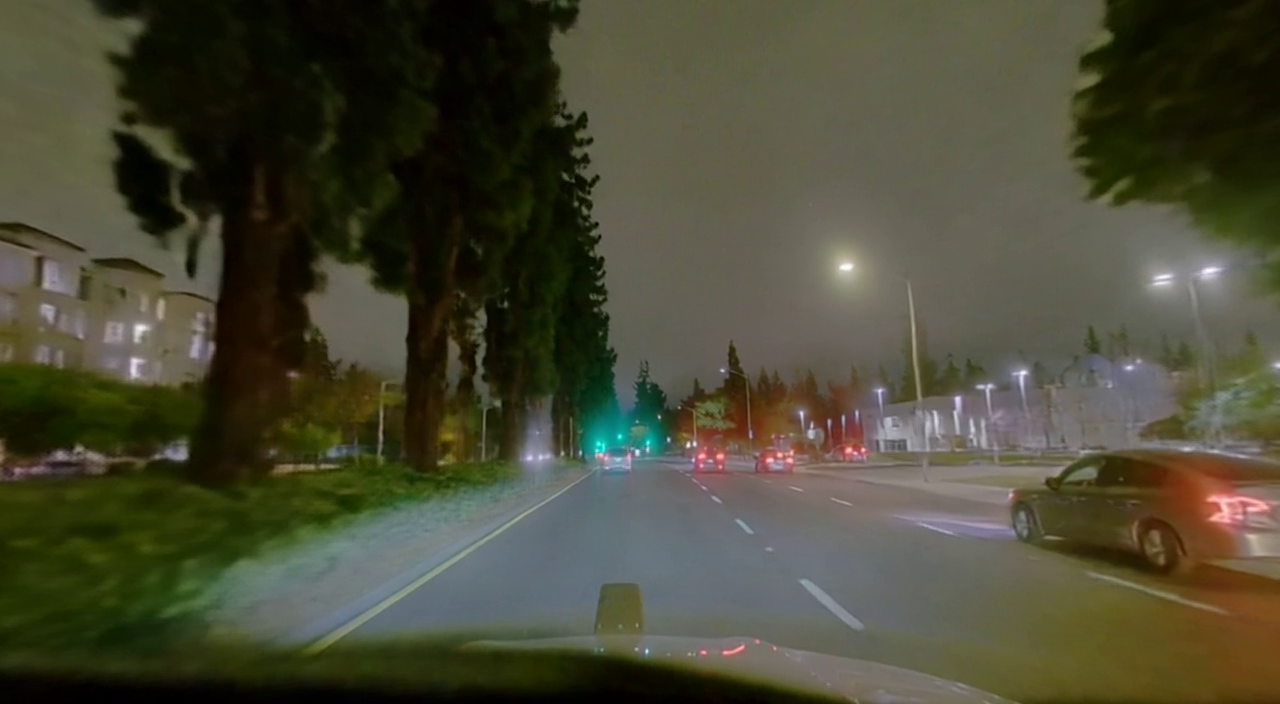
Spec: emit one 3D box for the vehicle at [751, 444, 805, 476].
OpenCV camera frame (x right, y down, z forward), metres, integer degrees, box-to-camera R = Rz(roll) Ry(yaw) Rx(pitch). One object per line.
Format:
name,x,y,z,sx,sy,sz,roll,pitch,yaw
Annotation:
vehicle,7.669,6.055,35.598,1.945,1.687,4.292,0,-8,-2

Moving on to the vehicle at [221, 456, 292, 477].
vehicle,-29.459,8.793,48.586,4.320,1.459,1.860,0,-8,3

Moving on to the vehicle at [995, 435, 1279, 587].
vehicle,7.228,1.953,8.738,1.888,1.508,4.646,0,-8,-1

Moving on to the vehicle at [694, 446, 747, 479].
vehicle,3.875,5.367,30.931,2.020,1.472,3.958,0,-8,-1

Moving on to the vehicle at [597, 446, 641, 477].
vehicle,-1.055,5.558,32.353,2.077,1.477,3.897,0,-8,-1
